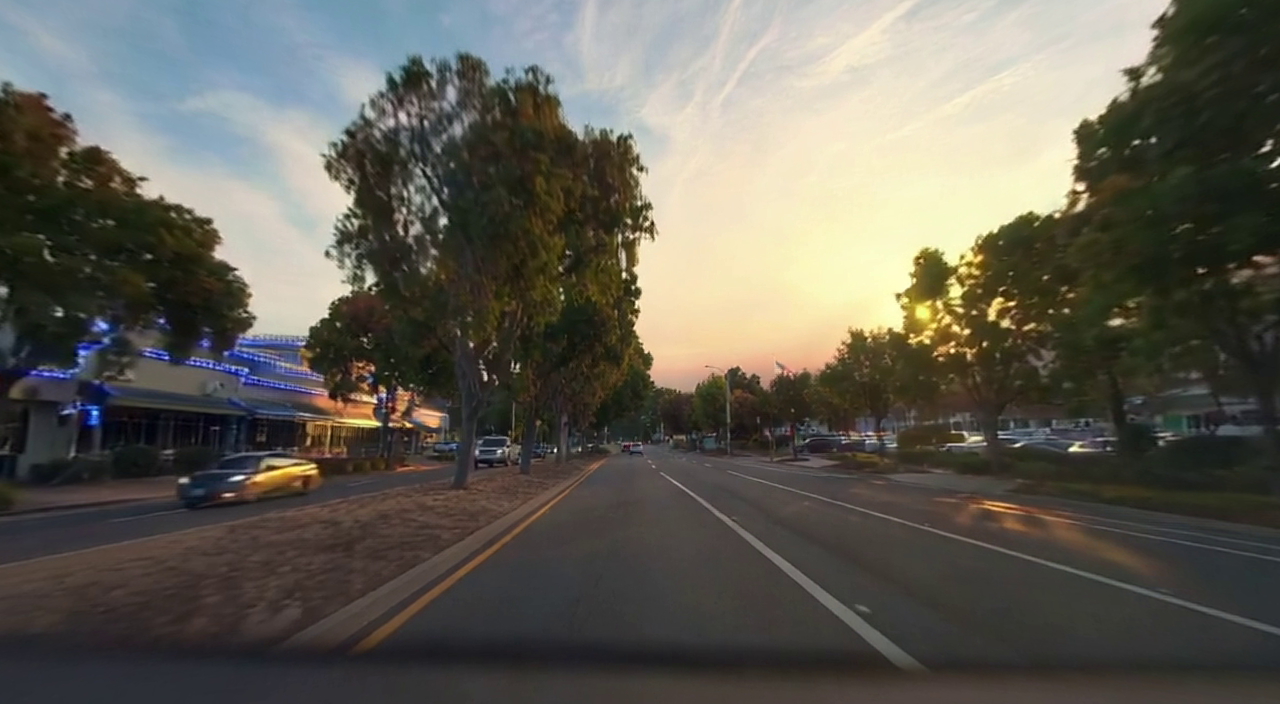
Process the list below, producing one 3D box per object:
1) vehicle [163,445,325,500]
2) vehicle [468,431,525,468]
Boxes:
[{"bbox_3d":[-11.643,3.527,18.990,1.874,1.407,4.606,0,-8,0],"label":"vehicle"},{"bbox_3d":[-8.439,5.793,37.545,2.171,1.975,5.168,0,-8,0],"label":"vehicle"}]
